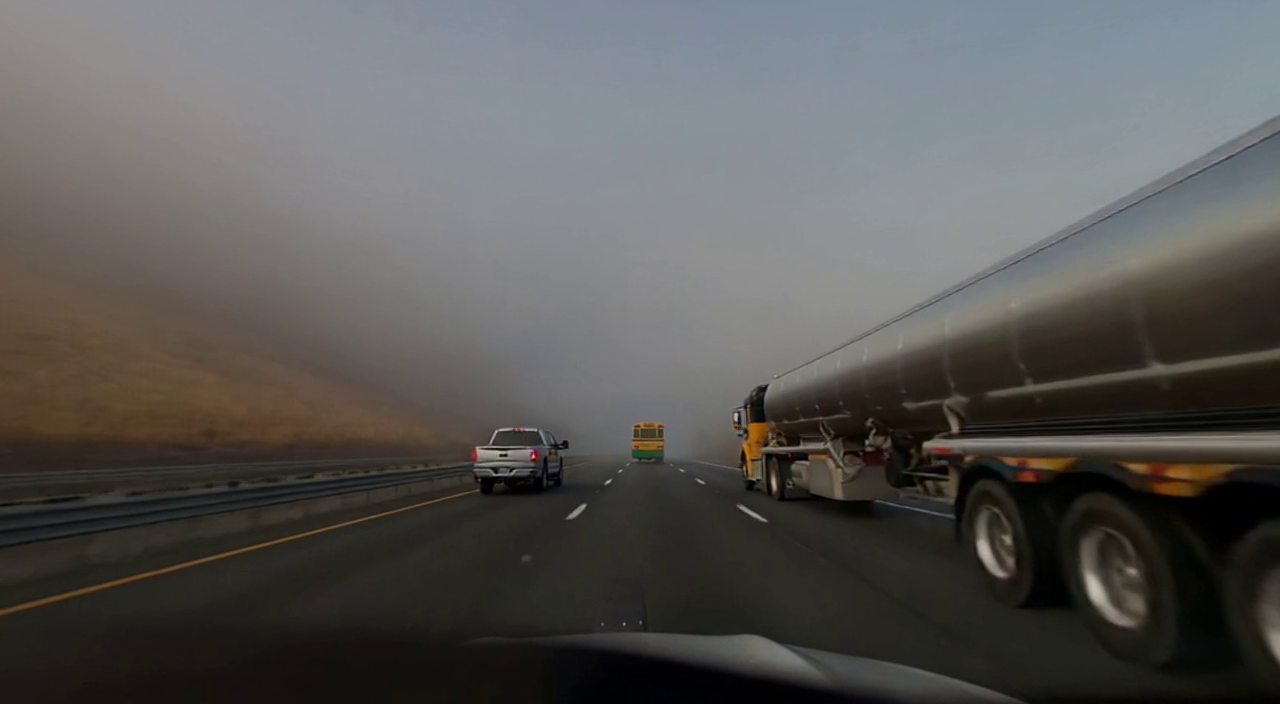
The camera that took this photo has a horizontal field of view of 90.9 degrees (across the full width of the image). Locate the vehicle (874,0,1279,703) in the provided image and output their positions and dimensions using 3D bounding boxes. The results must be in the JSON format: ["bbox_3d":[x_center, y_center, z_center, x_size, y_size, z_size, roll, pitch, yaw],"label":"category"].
[{"bbox_3d":[4.395,0.147,4.577,2.716,3.705,7.018,0,-8,1],"label":"vehicle"}]

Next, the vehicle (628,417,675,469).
[{"bbox_3d":[0.711,6.566,45.478,2.948,3.265,10.569,0,-8,0],"label":"vehicle"}]

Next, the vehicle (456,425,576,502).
[{"bbox_3d":[-3.416,3.230,18.806,2.241,1.927,5.833,0,-8,1],"label":"vehicle"}]
